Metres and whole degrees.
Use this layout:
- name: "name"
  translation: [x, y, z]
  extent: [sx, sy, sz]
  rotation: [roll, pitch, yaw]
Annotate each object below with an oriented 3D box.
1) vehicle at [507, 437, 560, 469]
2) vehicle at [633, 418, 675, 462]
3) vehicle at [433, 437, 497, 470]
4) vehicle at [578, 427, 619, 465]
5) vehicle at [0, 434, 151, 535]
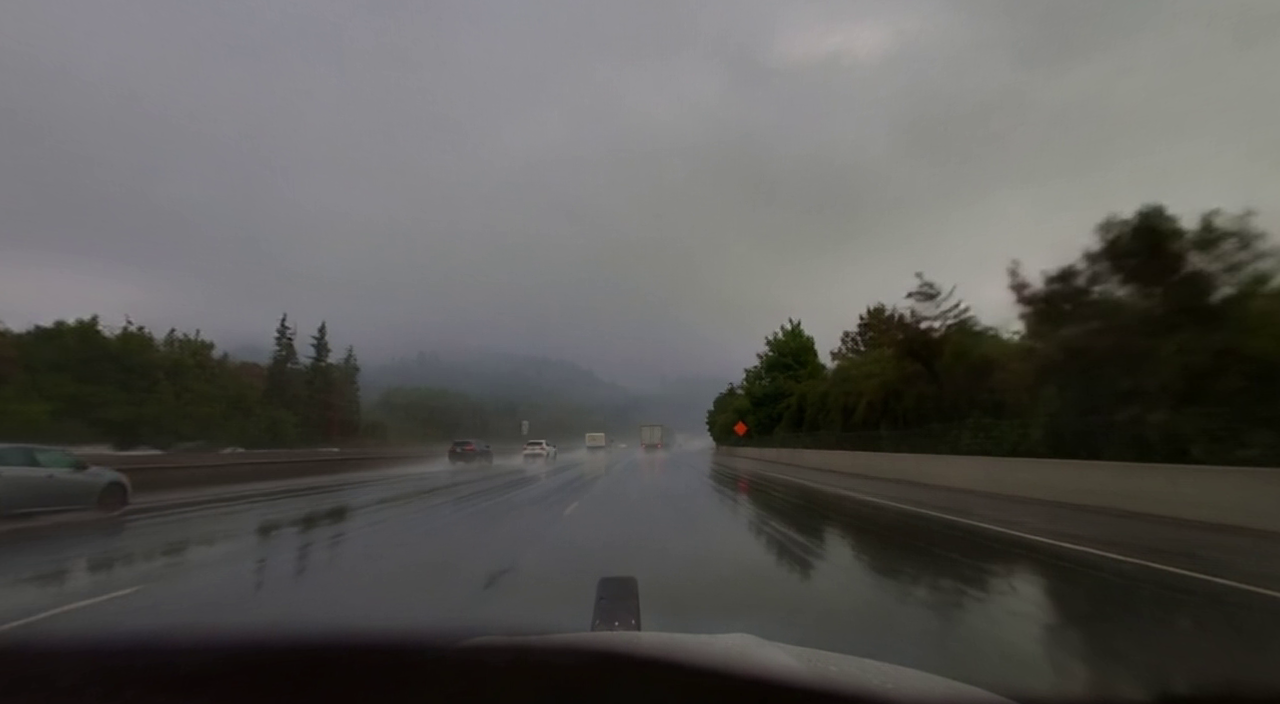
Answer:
- name: "vehicle"
  translation: [-6.440, 6.170, 38.778]
  extent: [2.206, 1.838, 4.889]
  rotation: [0, -8, 3]
- name: "vehicle"
  translation: [0.987, 6.364, 45.576]
  extent: [2.768, 2.854, 6.757]
  rotation: [0, -8, 1]
- name: "vehicle"
  translation: [-10.221, 5.953, 37.334]
  extent: [2.080, 1.777, 5.450]
  rotation: [0, -8, 2]
- name: "vehicle"
  translation: [-2.863, 6.723, 44.996]
  extent: [2.328, 2.519, 5.238]
  rotation: [0, -8, 3]
- name: "vehicle"
  translation: [-10.286, 1.986, 9.583]
  extent: [1.952, 1.457, 4.689]
  rotation: [0, -8, 0]
